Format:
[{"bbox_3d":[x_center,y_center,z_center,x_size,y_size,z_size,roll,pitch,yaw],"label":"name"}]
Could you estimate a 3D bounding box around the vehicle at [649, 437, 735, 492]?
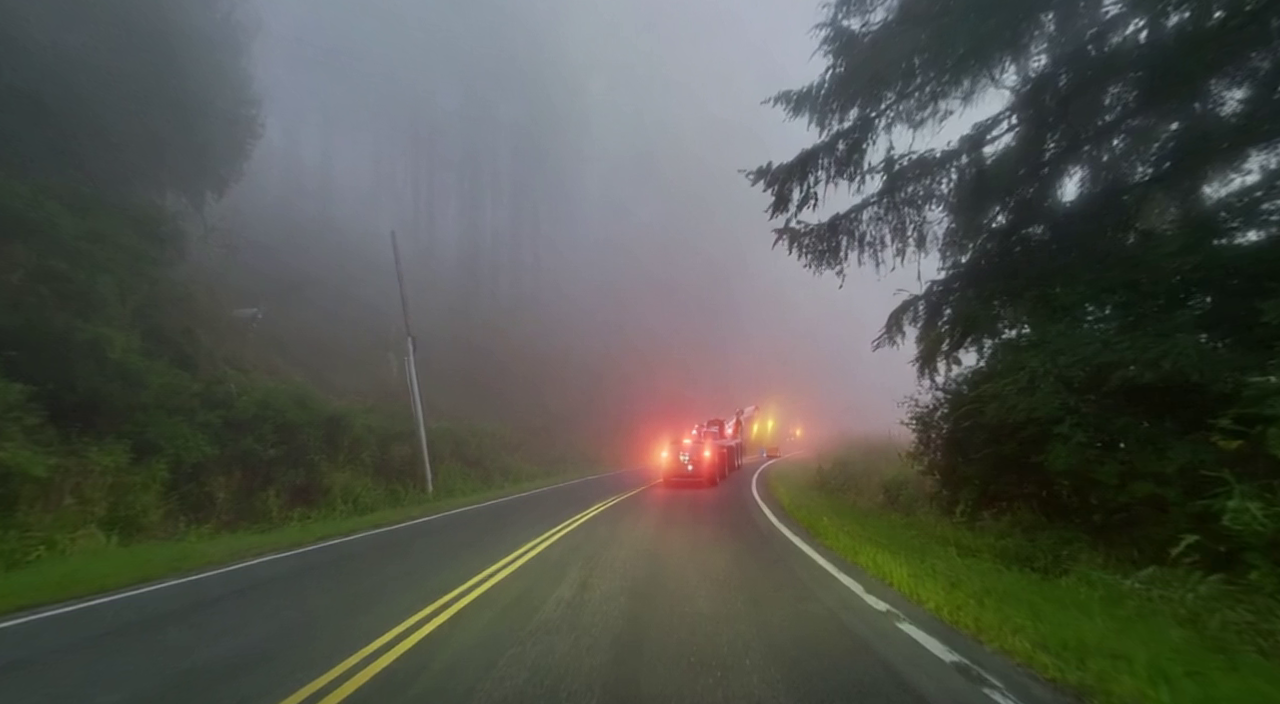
[{"bbox_3d":[1.734,3.390,19.385,2.196,1.465,4.294,-2,-9,10],"label":"vehicle"}]
